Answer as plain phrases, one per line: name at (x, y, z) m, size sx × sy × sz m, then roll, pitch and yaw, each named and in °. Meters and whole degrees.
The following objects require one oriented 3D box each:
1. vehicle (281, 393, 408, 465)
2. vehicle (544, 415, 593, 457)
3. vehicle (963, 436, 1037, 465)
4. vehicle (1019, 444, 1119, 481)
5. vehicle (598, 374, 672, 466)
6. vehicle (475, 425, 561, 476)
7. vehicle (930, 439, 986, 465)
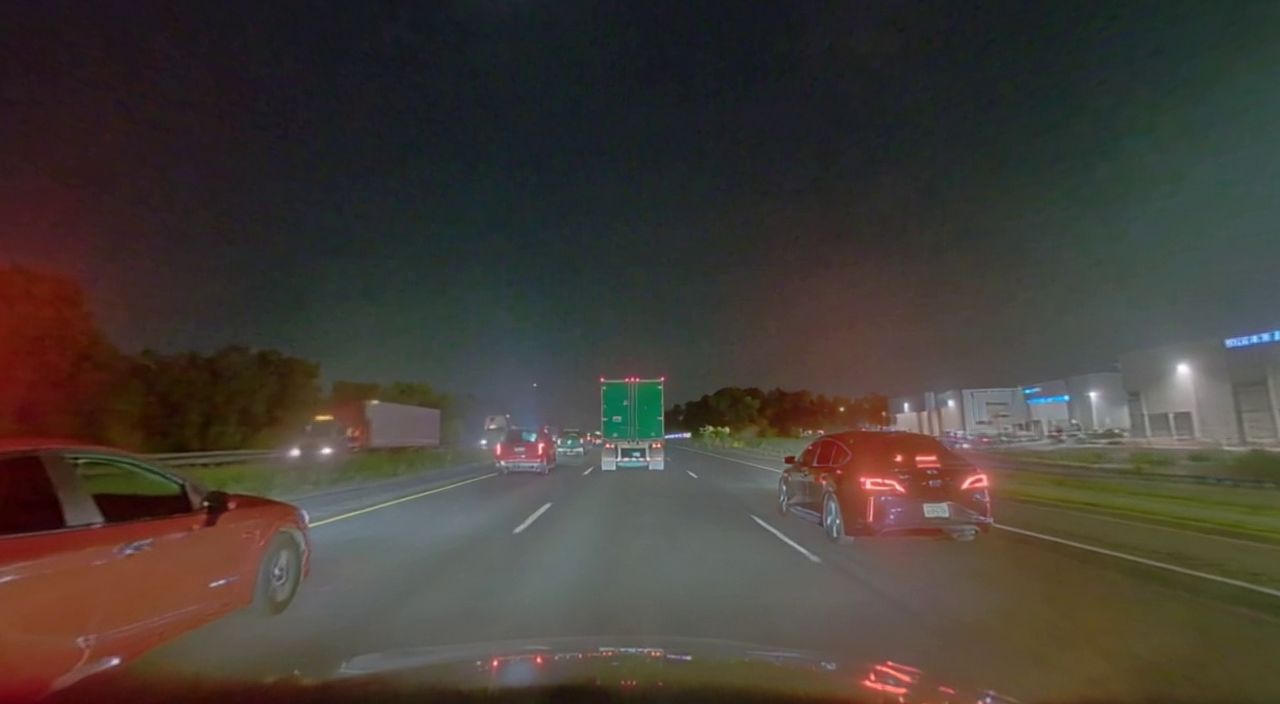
vehicle at (-17.357, 4.710, 38.080) m, size 2.959 × 3.738 × 9.951 m, roll 0°, pitch -8°, yaw -1°
vehicle at (-4.998, 6.028, 45.182) m, size 2.717 × 2.714 × 6.997 m, roll 0°, pitch -8°, yaw 0°
vehicle at (22.904, 6.257, 40.296) m, size 1.986 × 1.605 × 4.381 m, roll -2°, pitch -7°, yaw -2°
vehicle at (22.866, 5.880, 33.820) m, size 1.857 × 1.744 × 4.828 m, roll 0°, pitch -8°, yaw -2°
vehicle at (-0.342, 3.688, 33.124) m, size 3.259 × 4.066 × 9.891 m, roll 0°, pitch -8°, yaw -1°
vehicle at (-4.226, 3.480, 22.706) m, size 2.005 × 1.602 × 5.131 m, roll 0°, pitch -8°, yaw 1°
vehicle at (22.840, 7.178, 45.447) m, size 1.699 × 1.625 × 4.494 m, roll -2°, pitch -8°, yaw 0°
